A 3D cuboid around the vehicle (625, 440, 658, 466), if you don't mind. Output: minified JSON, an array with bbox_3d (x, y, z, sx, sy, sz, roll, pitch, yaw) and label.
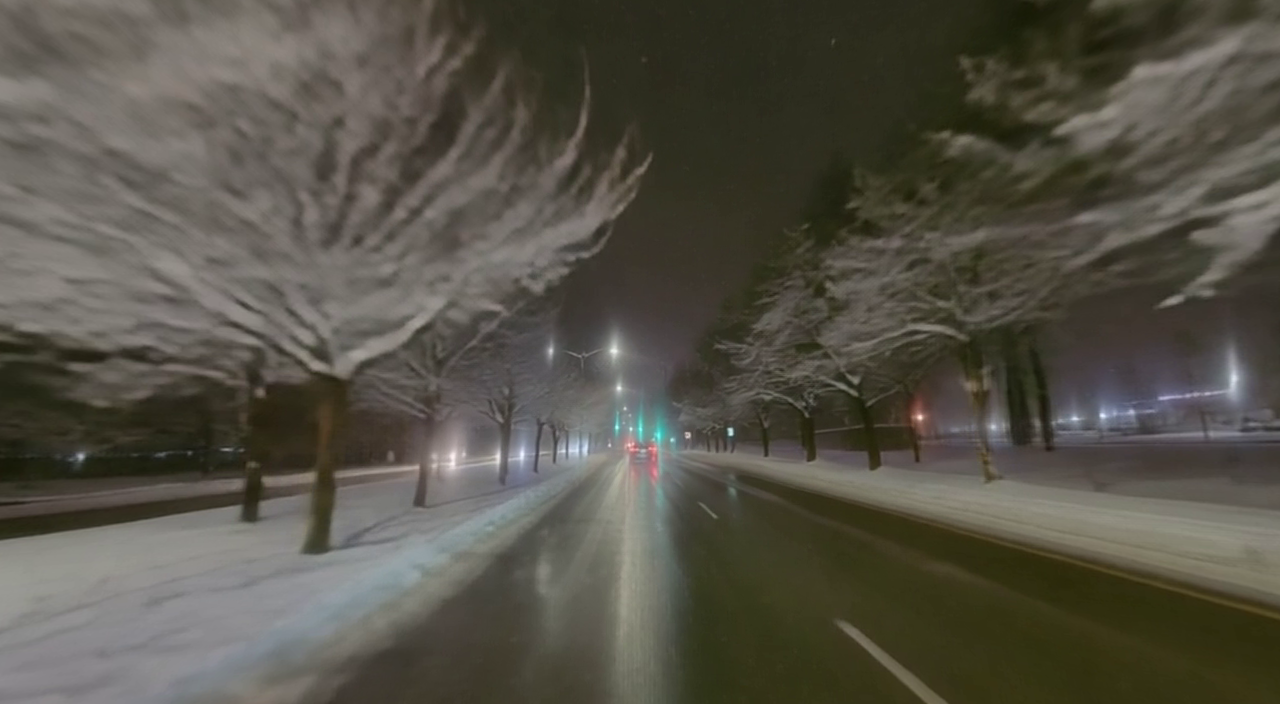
[{"bbox_3d":[0.052,6.623,41.521,2.048,1.584,4.393,0,-9,-1],"label":"vehicle"}]
